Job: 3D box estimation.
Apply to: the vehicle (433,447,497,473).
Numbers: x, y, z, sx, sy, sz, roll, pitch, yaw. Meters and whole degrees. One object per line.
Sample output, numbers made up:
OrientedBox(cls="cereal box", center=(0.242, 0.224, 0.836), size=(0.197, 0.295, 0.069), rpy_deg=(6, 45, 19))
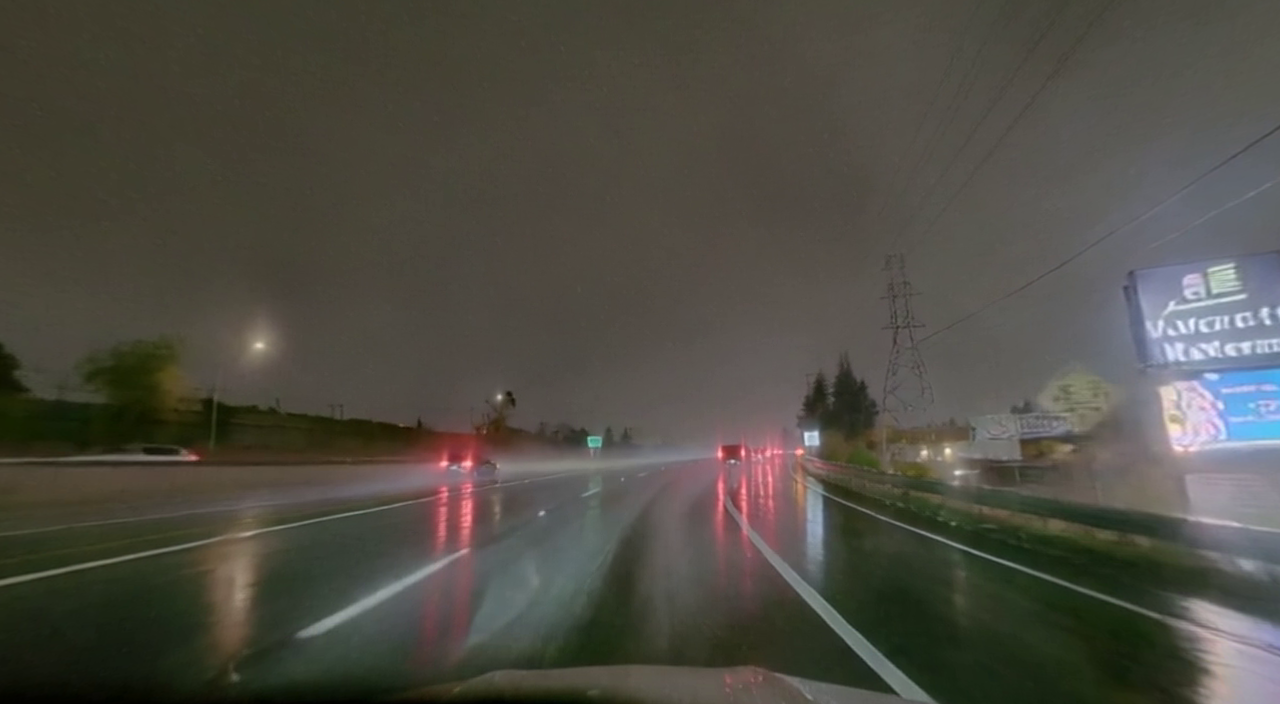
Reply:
OrientedBox(cls="vehicle", center=(-12.389, 7.633, 44.749), size=(2.145, 1.717, 4.448), rpy_deg=(-3, -9, 19))
